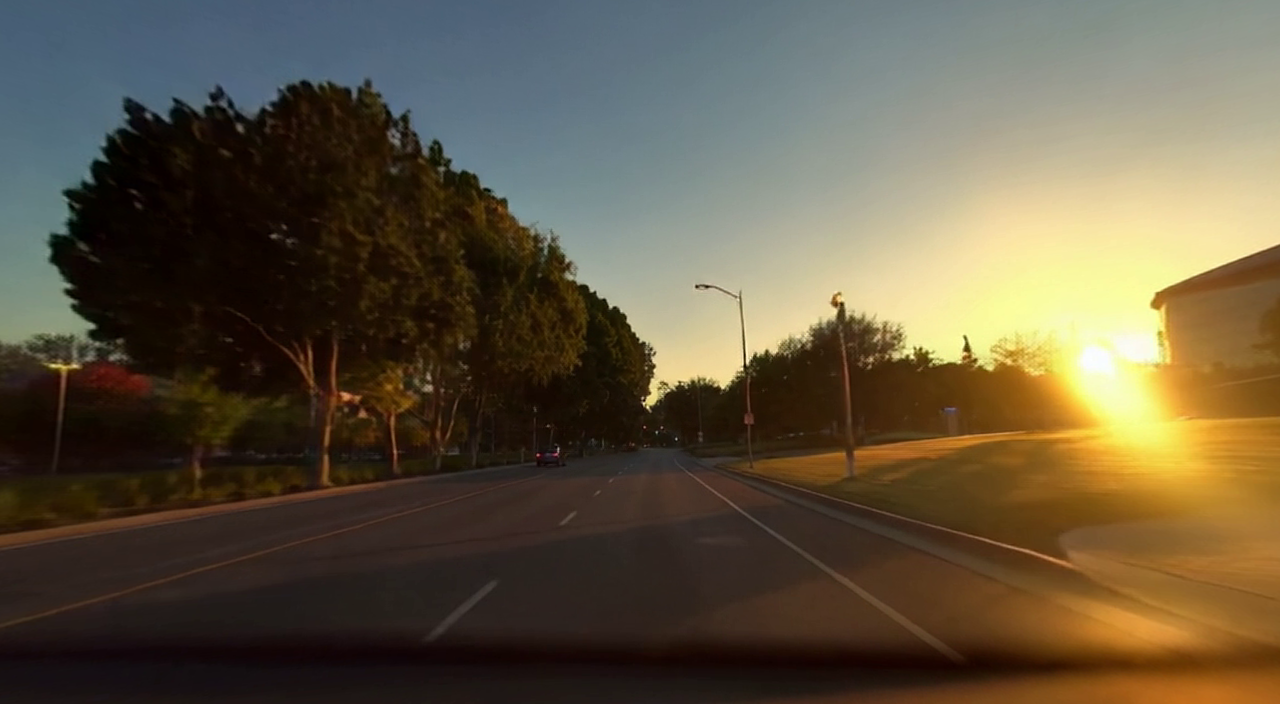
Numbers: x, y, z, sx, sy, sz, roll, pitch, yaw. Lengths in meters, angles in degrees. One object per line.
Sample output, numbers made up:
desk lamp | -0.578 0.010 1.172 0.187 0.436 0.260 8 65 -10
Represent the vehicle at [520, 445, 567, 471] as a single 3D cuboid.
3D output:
vehicle | -5.770 6.364 38.260 1.945 1.461 4.605 -1 -8 2
